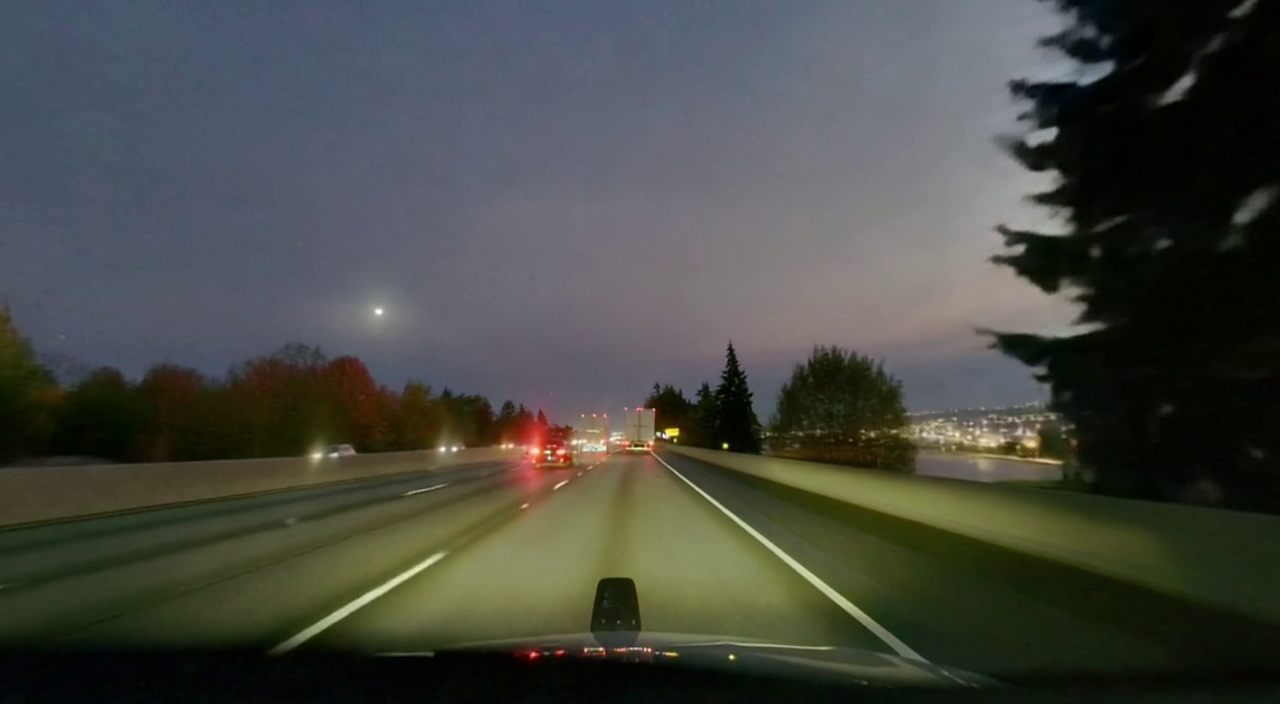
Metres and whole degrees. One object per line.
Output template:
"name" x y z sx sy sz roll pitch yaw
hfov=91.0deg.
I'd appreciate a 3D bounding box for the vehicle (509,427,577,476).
"vehicle" -3.962 4.168 26.638 2.127 1.839 4.984 0 -8 -1
